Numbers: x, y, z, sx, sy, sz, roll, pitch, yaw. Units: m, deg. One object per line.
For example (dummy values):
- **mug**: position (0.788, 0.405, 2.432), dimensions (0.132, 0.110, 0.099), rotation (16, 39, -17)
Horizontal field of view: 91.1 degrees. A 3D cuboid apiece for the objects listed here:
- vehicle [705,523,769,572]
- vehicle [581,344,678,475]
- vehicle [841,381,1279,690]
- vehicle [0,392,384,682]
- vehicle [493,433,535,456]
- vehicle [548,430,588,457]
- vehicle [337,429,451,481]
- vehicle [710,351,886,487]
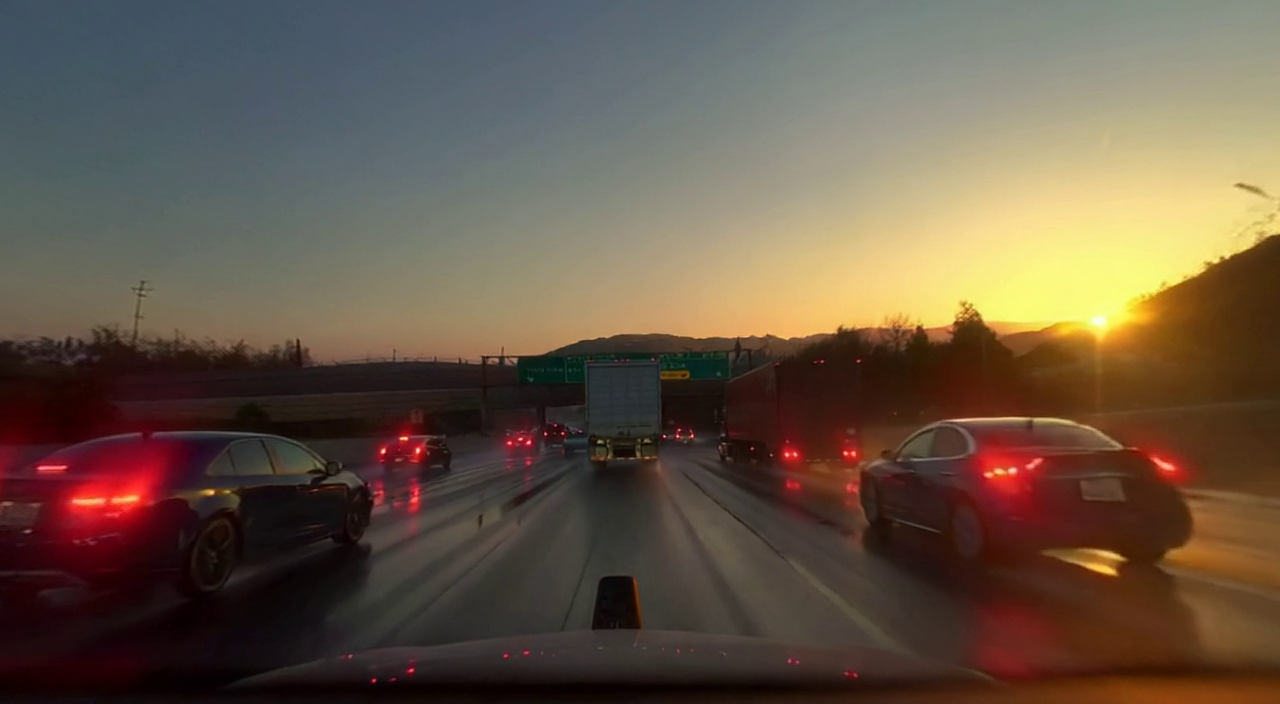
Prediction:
- **vehicle**: position (5.007, 10.158, 32.823), dimensions (2.835, 2.000, 2.696), rotation (0, -7, -2)
- **vehicle**: position (-0.454, 2.414, 24.411), dimensions (2.938, 4.033, 9.980), rotation (0, -8, -1)
- **vehicle**: position (3.356, 1.174, 5.206), dimensions (1.976, 1.513, 4.065), rotation (0, -8, -1)
- **vehicle**: position (-3.867, 1.215, 5.226), dimensions (1.882, 1.493, 3.828), rotation (0, -8, 0)
- **vehicle**: position (-8.569, 6.352, 43.261), dimensions (2.019, 1.471, 4.347), rotation (0, -8, 0)
- **vehicle**: position (-4.523, 5.796, 40.026), dimensions (1.986, 1.612, 4.155), rotation (0, -8, 1)
- **vehicle**: position (-7.804, 3.296, 20.462), dimensions (1.909, 1.479, 4.425), rotation (0, -8, 0)
- **vehicle**: position (5.353, 2.908, 25.284), dimensions (2.863, 3.936, 14.058), rotation (0, -8, -3)
